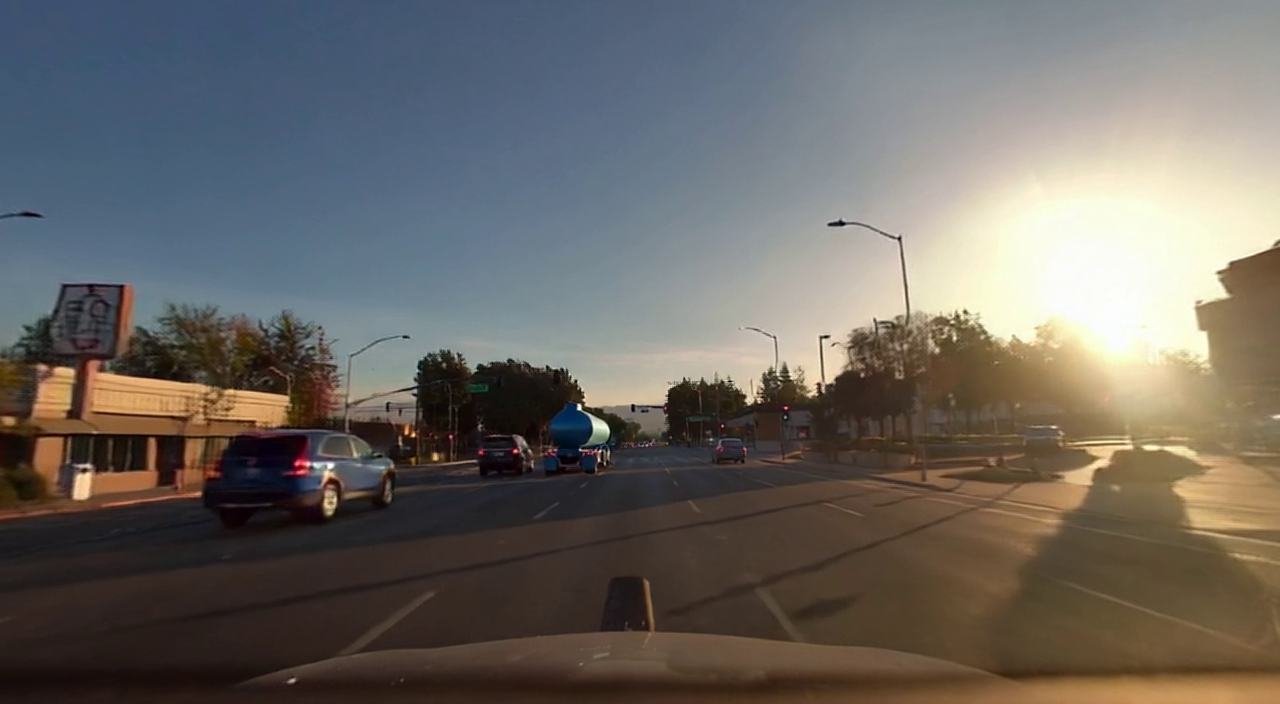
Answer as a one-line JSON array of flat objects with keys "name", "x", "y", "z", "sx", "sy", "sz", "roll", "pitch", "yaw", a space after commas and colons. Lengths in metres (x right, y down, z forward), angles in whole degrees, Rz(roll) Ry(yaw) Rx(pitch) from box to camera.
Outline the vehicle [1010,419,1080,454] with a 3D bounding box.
[{"name": "vehicle", "x": 23.441, "y": 4.912, "z": 36.388, "sx": 2.380, "sy": 1.890, "sz": 5.620, "roll": -7, "pitch": -11, "yaw": 41}]

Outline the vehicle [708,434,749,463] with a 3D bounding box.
[{"name": "vehicle", "x": 6.097, "y": 6.728, "z": 43.975, "sx": 2.093, "sy": 1.926, "sz": 4.749, "roll": 0, "pitch": -8, "yaw": -2}]

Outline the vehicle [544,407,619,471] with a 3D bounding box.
[{"name": "vehicle", "x": -2.983, "y": 5.160, "z": 37.023, "sx": 2.841, "sy": 3.004, "sz": 14.901, "roll": 0, "pitch": -8, "yaw": 1}]

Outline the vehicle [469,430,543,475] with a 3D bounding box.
[{"name": "vehicle", "x": -6.421, "y": 4.907, "z": 30.954, "sx": 2.375, "sy": 1.989, "sz": 5.497, "roll": 0, "pitch": -8, "yaw": 1}]

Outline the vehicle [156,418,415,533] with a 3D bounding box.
[{"name": "vehicle", "x": -6.314, "y": 2.245, "z": 12.098, "sx": 2.179, "sy": 1.750, "sz": 4.621, "roll": 0, "pitch": -8, "yaw": 1}]
